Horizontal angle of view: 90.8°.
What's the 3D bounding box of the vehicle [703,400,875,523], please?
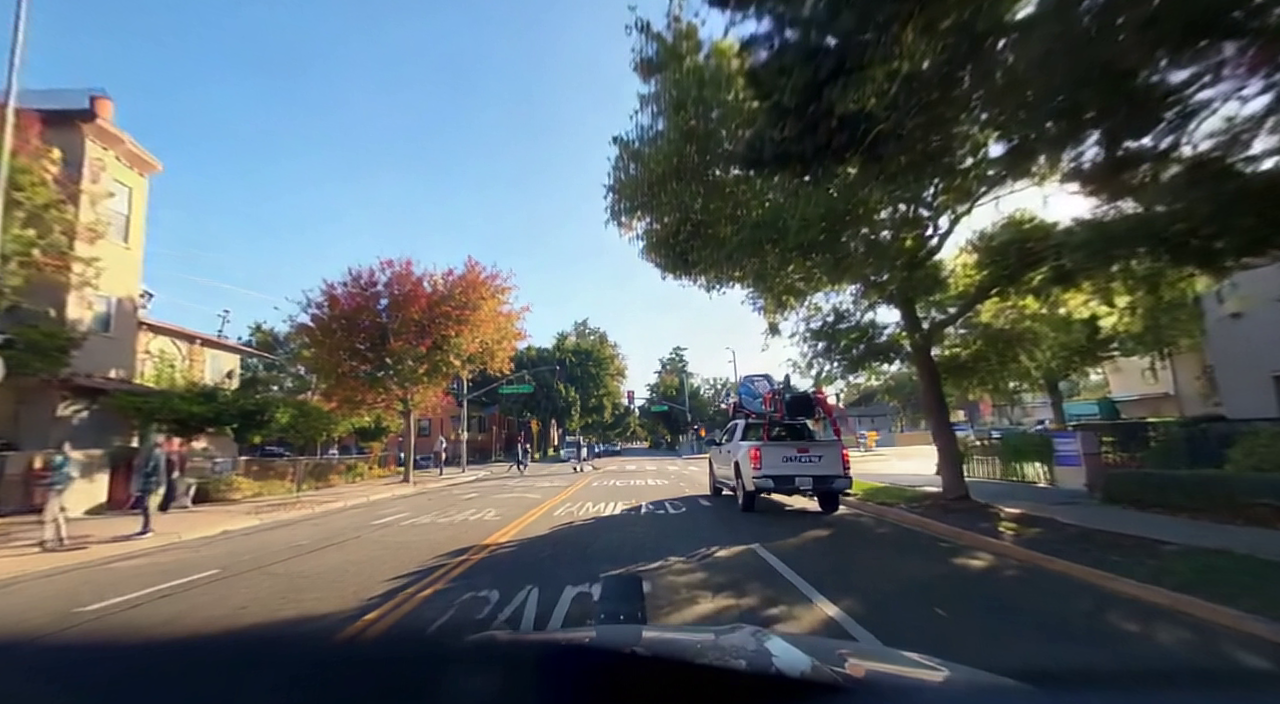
[{"bbox_3d":[2.730,2.214,13.229,2.177,2.015,5.463,0,-8,-1],"label":"vehicle"}]
